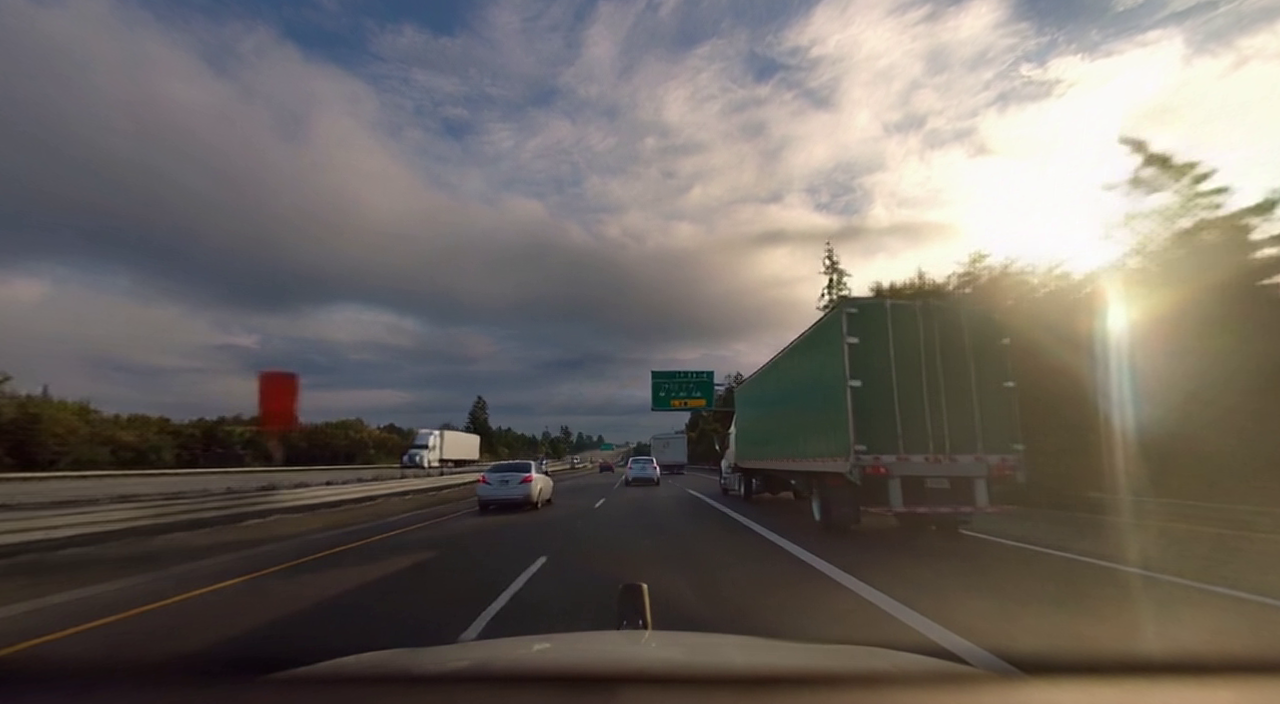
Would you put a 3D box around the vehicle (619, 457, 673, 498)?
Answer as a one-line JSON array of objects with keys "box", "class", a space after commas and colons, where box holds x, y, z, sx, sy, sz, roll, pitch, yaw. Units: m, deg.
[{"box": [0.231, 5.264, 26.756, 2.089, 1.516, 4.191, 0, -9, 0], "class": "vehicle"}]

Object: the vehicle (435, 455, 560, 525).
[{"box": [-3.370, 3.353, 15.845, 2.105, 1.467, 4.099, 0, -9, 1], "class": "vehicle"}]

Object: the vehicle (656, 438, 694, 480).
[{"box": [2.814, 8.318, 48.975, 2.650, 2.978, 6.937, -1, -10, 5], "class": "vehicle"}]

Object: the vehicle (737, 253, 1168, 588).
[{"box": [4.734, 1.836, 14.476, 2.877, 4.035, 13.897, 0, -9, 0], "class": "vehicle"}]
